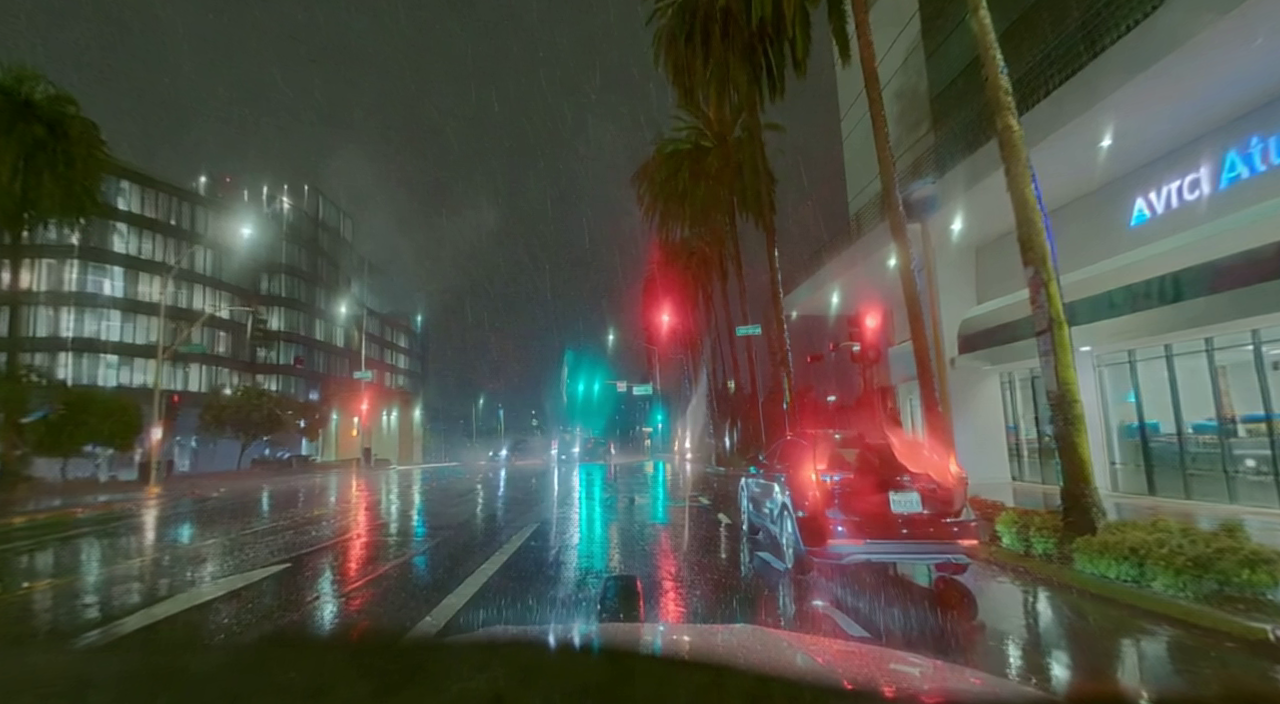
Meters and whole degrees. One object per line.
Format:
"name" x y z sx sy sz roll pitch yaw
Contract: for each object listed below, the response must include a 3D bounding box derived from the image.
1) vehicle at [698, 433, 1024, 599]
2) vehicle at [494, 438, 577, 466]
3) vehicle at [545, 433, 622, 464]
"vehicle" 2.253 1.822 8.140 2.090 1.466 4.676 1 -8 -6
"vehicle" -5.949 5.773 36.540 1.896 1.492 4.808 -6 -10 34
"vehicle" -2.870 5.059 33.309 2.052 1.478 4.395 -4 -9 26
